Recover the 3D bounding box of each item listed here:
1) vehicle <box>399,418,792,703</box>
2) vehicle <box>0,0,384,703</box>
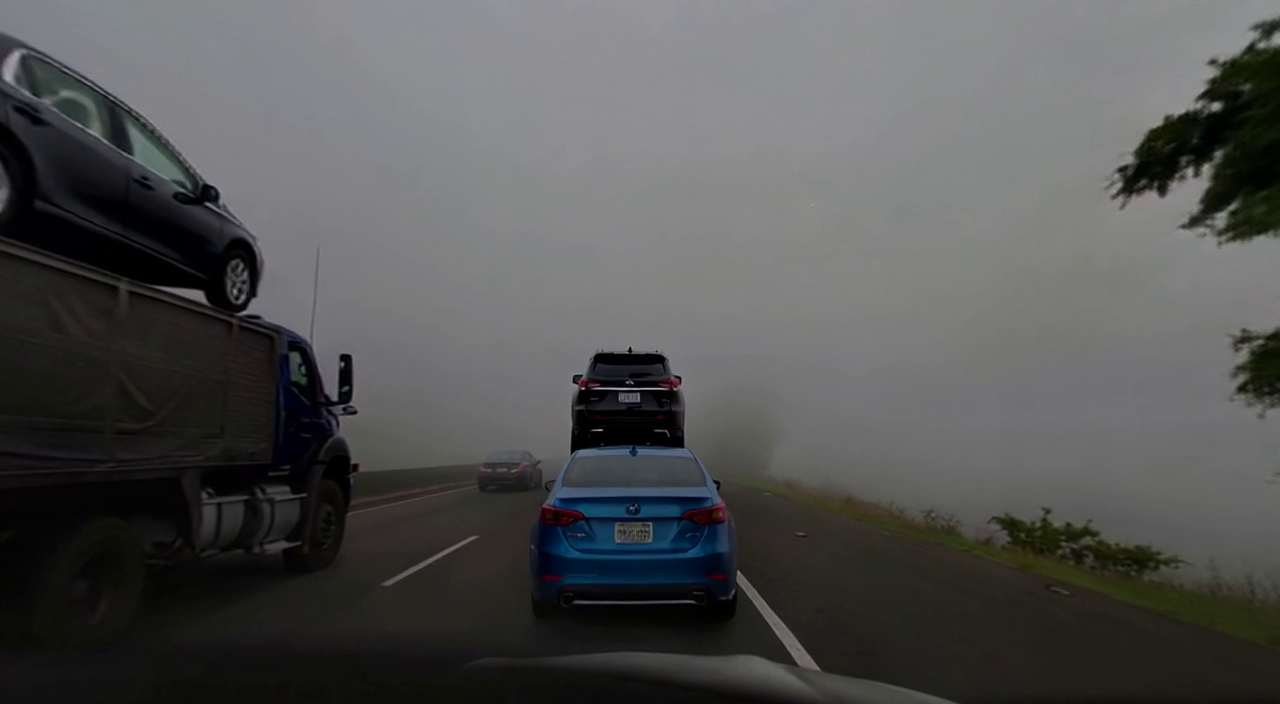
[{"bbox_3d":[-0.268,1.362,4.977,1.991,1.507,3.391,0,-9,-2],"label":"vehicle"},{"bbox_3d":[-4.556,0.184,4.474,2.963,3.836,6.016,0,-9,-2],"label":"vehicle"}]
